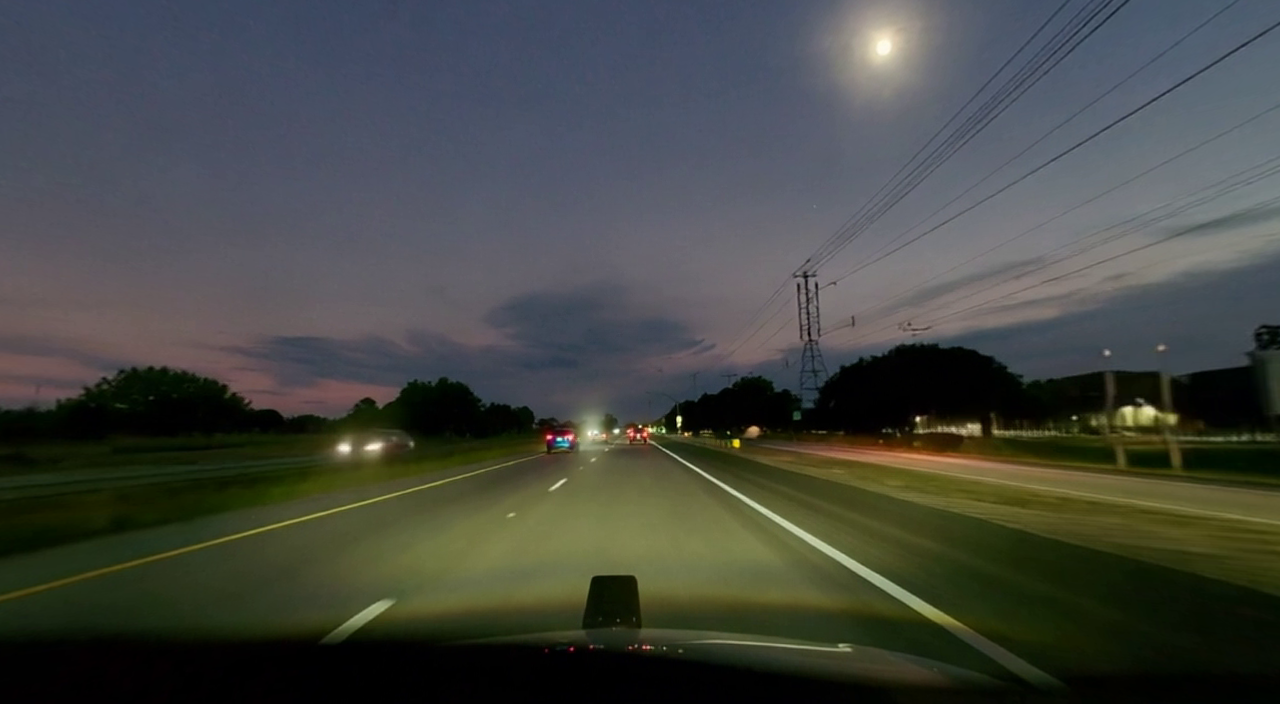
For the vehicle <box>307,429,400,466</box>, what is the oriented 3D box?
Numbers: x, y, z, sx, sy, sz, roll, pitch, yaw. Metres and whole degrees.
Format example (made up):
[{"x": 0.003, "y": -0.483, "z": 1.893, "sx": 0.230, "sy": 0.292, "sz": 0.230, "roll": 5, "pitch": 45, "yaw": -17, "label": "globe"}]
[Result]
[{"x": -12.638, "y": 4.232, "z": 28.112, "sx": 2.096, "sy": 1.515, "sz": 4.436, "roll": 0, "pitch": -8, "yaw": 0, "label": "vehicle"}]

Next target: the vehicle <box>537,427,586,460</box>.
[{"x": -4.007, "y": 4.723, "z": 32.722, "sx": 2.023, "sy": 1.580, "sz": 4.259, "roll": 0, "pitch": -8, "yaw": -1, "label": "vehicle"}]
